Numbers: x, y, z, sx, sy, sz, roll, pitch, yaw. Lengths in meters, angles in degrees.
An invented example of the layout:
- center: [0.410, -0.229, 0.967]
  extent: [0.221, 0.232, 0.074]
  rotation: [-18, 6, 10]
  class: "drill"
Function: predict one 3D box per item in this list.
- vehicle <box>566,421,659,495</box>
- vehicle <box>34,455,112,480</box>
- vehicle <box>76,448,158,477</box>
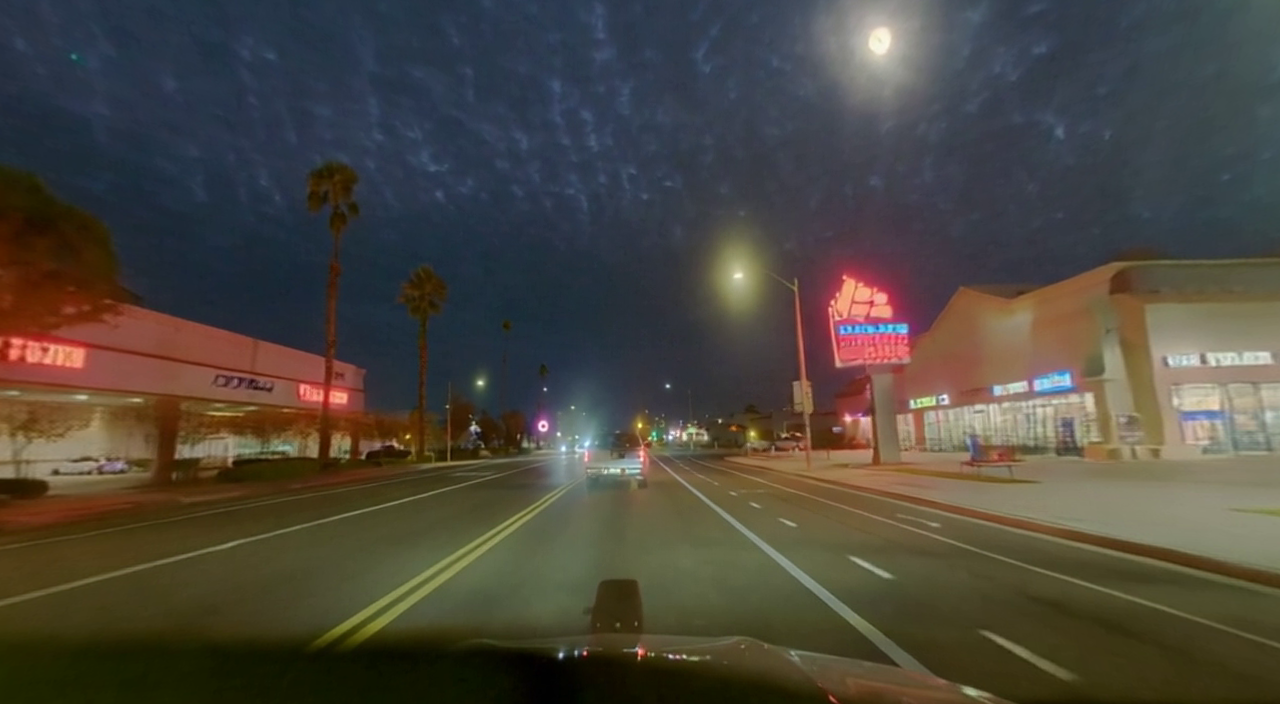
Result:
- center: [-0.691, 2.854, 17.287]
  extent: [2.239, 1.763, 4.096]
  rotation: [0, -8, -1]
  class: "vehicle"
- center: [-37.660, 7.671, 41.926]
  extent: [1.685, 1.466, 3.858]
  rotation: [0, -8, -3]
  class: "vehicle"
- center: [-34.835, 7.335, 42.075]
  extent: [2.013, 1.785, 4.331]
  rotation: [1, -8, -5]
  class: "vehicle"
